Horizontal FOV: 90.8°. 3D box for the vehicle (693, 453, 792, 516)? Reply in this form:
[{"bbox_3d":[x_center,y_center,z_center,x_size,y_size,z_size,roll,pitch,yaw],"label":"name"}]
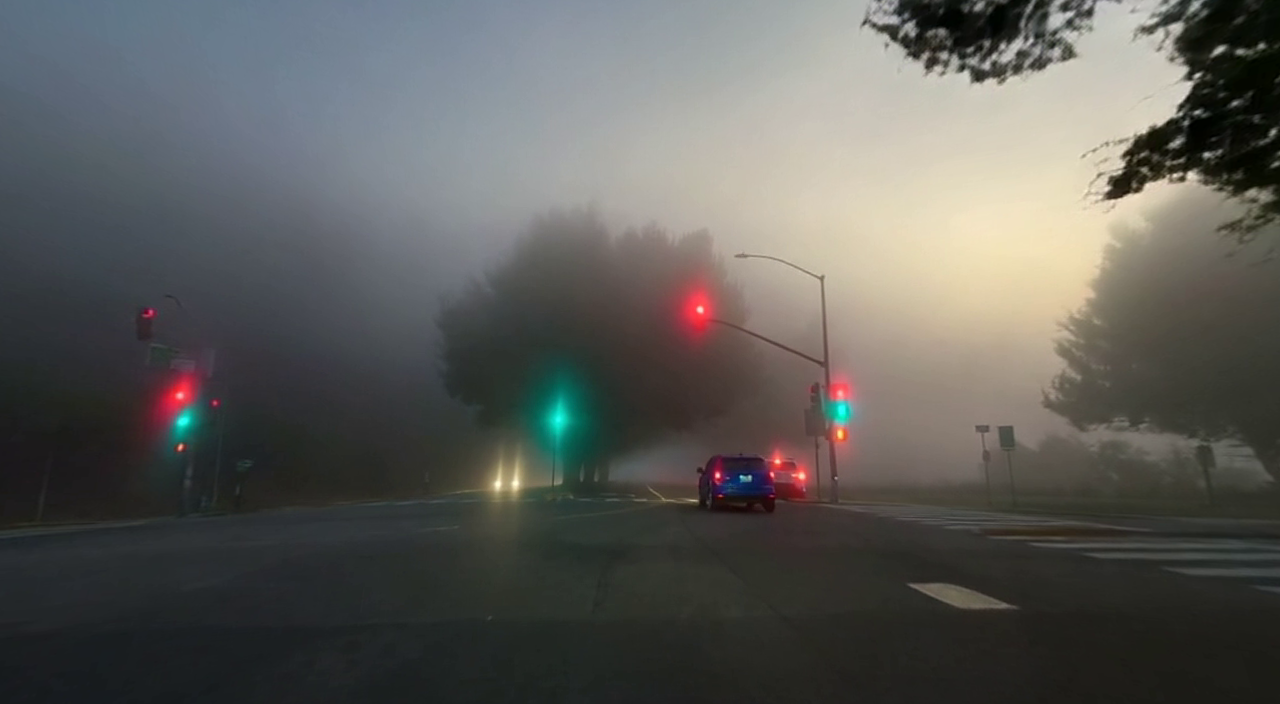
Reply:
[{"bbox_3d":[2.966,3.975,19.543,2.140,1.655,4.786,0,-9,-1],"label":"vehicle"}]

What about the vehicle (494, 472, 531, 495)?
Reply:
[{"bbox_3d":[-9.027,9.317,45.056,1.818,1.397,4.026,0,-9,-1],"label":"vehicle"}]
